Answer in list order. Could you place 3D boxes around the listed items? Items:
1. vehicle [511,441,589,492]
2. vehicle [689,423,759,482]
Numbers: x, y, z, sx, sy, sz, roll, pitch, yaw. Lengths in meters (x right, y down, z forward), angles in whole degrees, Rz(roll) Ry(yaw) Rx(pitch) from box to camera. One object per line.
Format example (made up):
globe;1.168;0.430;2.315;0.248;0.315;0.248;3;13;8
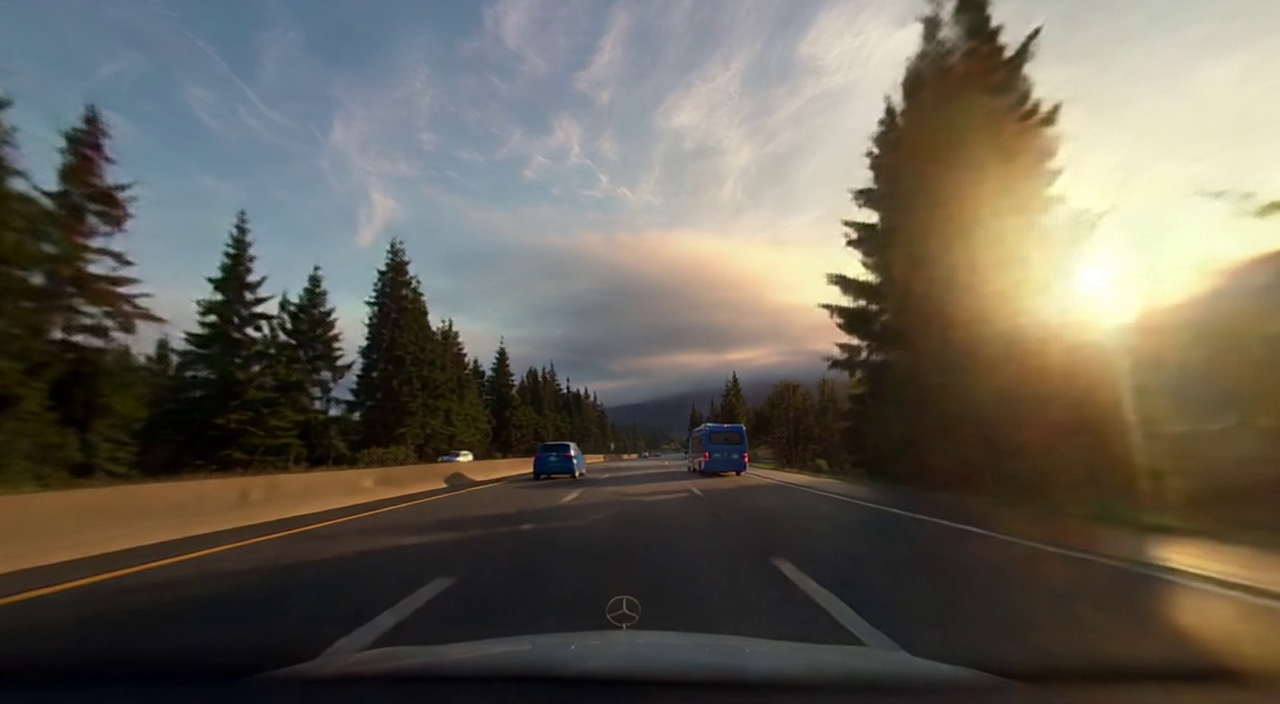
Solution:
vehicle;-3.119;4.067;22.776;2.020;1.619;4.690;0;-9;1
vehicle;4.092;5.091;32.049;2.614;2.655;6.429;0;-9;0
